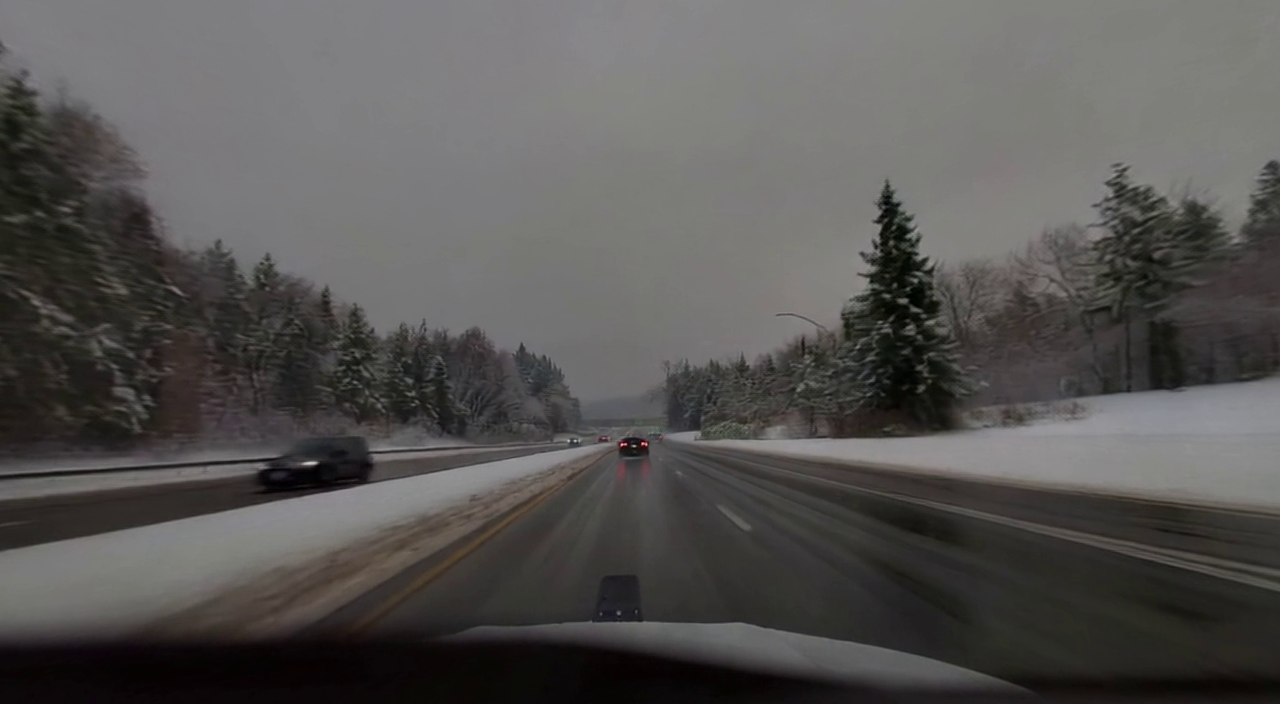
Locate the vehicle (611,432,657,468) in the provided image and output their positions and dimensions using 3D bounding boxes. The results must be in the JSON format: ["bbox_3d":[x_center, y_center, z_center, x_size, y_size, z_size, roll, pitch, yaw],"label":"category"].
[{"bbox_3d":[-0.296,4.347,28.118,1.897,1.479,3.724,0,-8,-2],"label":"vehicle"}]

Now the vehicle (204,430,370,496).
[{"bbox_3d":[-9.286,2.915,17.082,1.963,1.528,4.497,0,-8,-1],"label":"vehicle"}]
